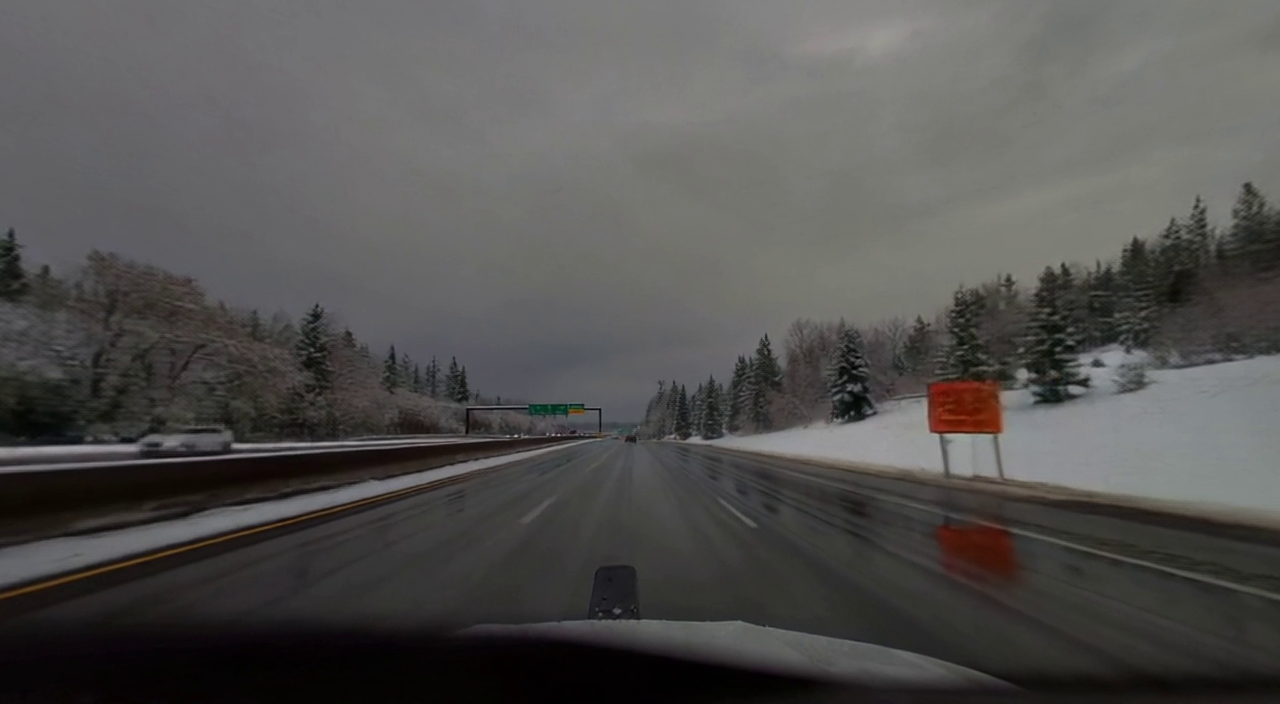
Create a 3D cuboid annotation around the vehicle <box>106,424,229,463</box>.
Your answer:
[{"bbox_3d":[-19.409,3.772,26.136,1.837,1.471,4.219,0,-8,0],"label":"vehicle"}]
